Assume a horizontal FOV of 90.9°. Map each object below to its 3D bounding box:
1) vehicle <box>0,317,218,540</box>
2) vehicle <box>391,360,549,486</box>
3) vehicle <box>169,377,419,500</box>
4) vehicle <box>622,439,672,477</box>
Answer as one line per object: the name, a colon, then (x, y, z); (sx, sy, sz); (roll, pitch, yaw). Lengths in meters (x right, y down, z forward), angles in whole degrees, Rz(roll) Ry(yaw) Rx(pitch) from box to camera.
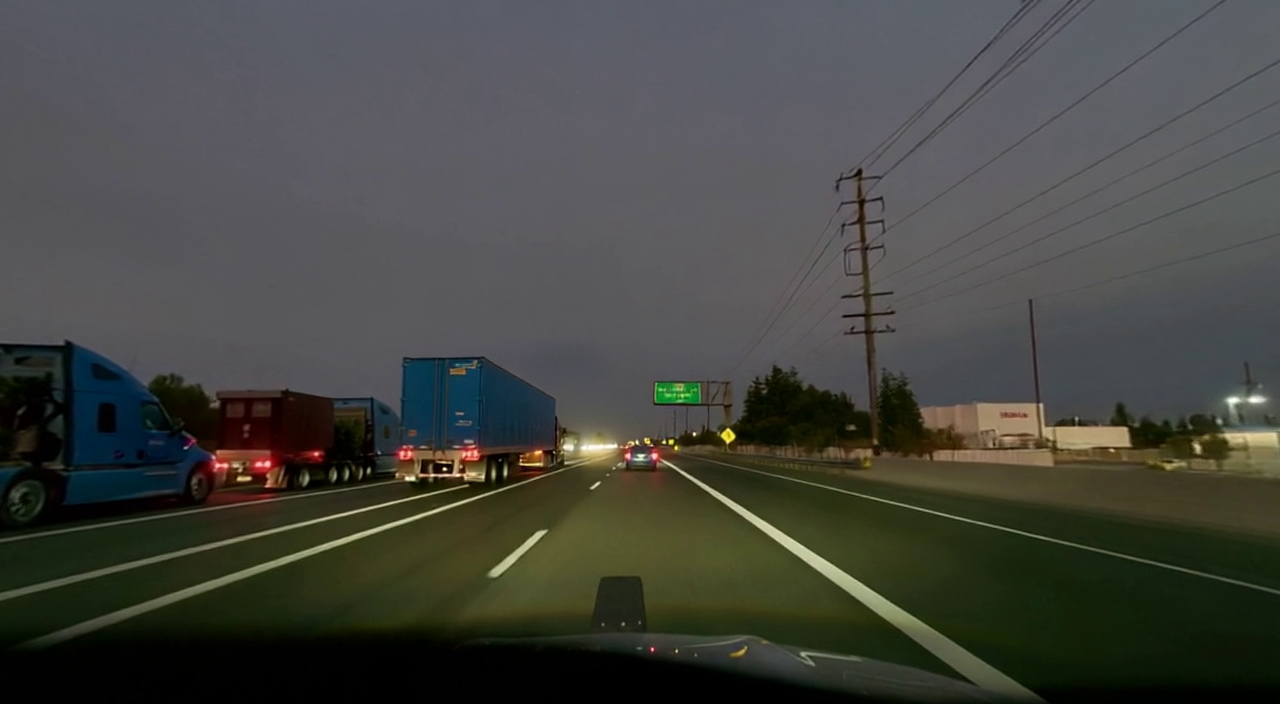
vehicle: (-10.598, 1.252, 10.083); (2.722, 3.172, 7.167); (0, -8, -1)
vehicle: (-6.593, 3.399, 28.132); (2.907, 4.081, 15.311); (0, -8, 0)
vehicle: (-10.575, 2.912, 21.042); (2.896, 3.140, 9.491); (0, -8, 0)
vehicle: (0.240, 4.660, 27.946); (2.055, 1.514, 4.323); (0, -8, -1)
